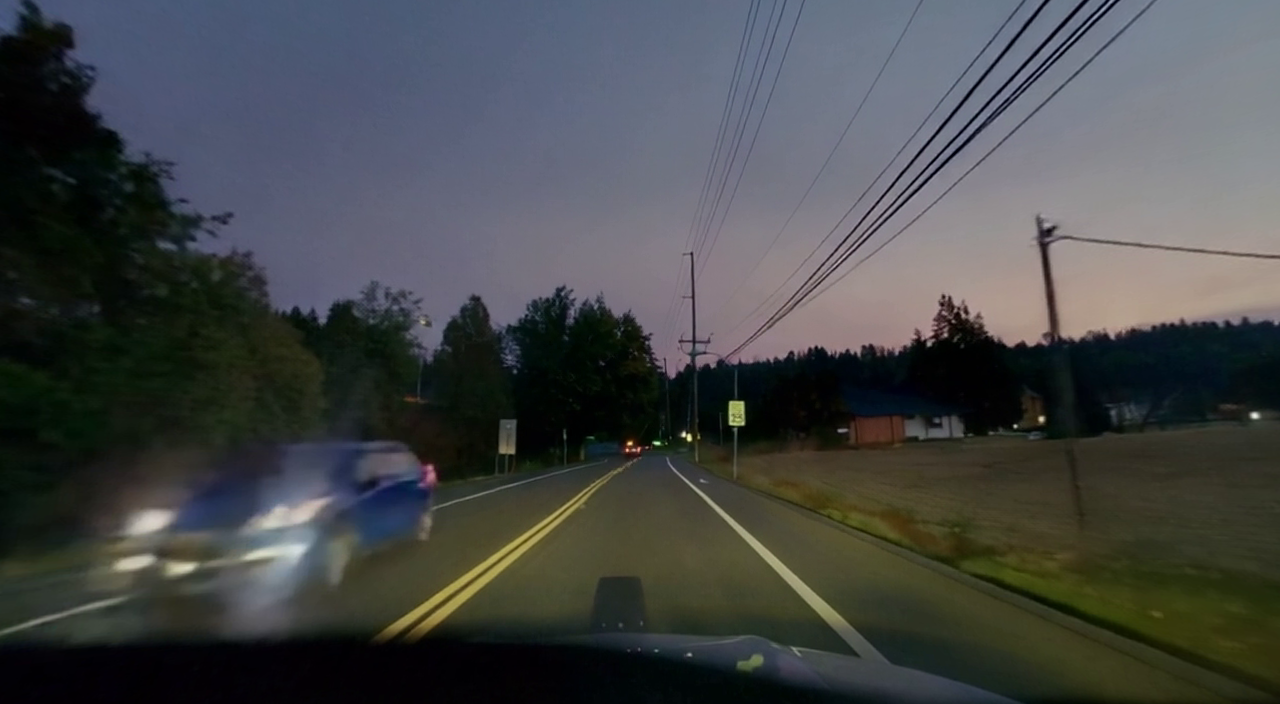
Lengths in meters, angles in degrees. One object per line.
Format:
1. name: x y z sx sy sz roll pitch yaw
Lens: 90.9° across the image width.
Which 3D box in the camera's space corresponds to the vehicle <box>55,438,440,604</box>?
1. vehicle: -4.294 1.884 8.019 1.975 1.481 4.445 0 -9 1
